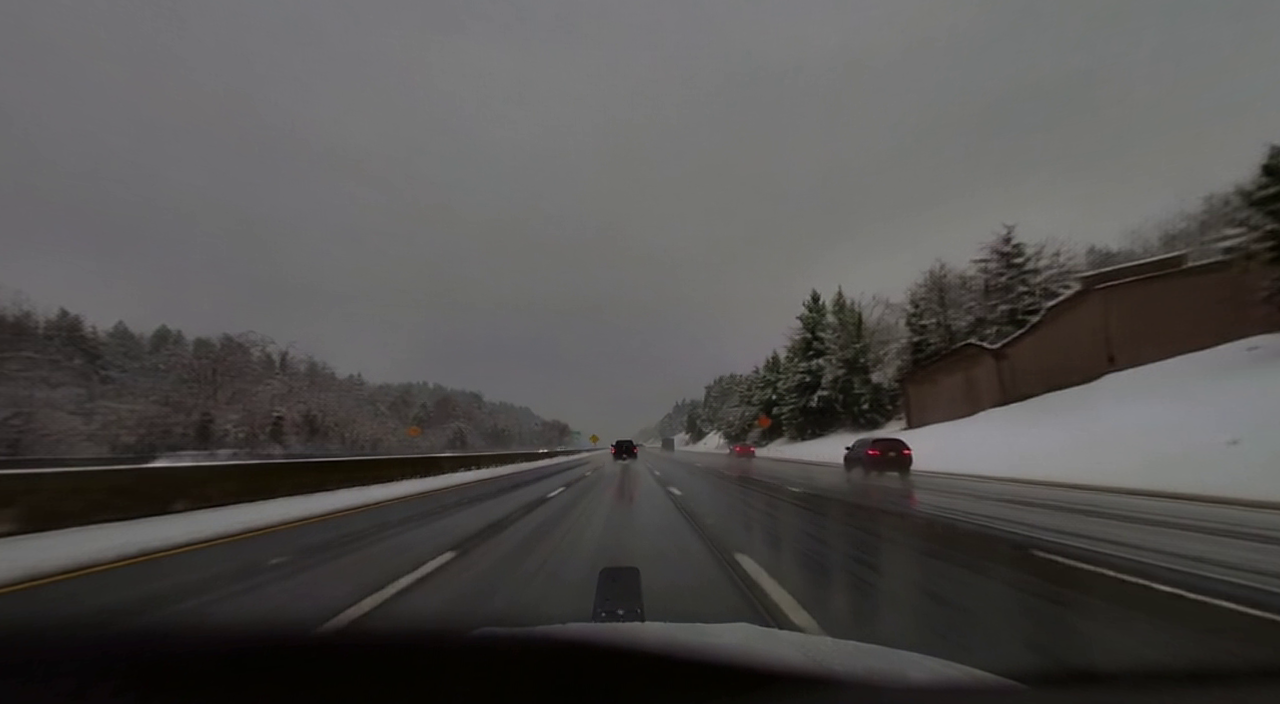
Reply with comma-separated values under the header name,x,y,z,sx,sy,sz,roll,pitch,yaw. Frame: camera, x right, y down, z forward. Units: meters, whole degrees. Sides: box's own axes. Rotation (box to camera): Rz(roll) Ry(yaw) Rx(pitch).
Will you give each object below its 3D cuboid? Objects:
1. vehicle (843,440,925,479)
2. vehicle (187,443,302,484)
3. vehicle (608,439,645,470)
name,x,y,z,sx,sy,sz,roll,pitch,yaw
vehicle,11.138,4.921,29.183,1.912,1.673,4.438,0,-9,-1
vehicle,-15.020,4.230,24.289,1.875,1.440,3.887,0,-9,0
vehicle,-0.821,6.252,38.610,2.121,1.739,4.087,0,-9,-1
